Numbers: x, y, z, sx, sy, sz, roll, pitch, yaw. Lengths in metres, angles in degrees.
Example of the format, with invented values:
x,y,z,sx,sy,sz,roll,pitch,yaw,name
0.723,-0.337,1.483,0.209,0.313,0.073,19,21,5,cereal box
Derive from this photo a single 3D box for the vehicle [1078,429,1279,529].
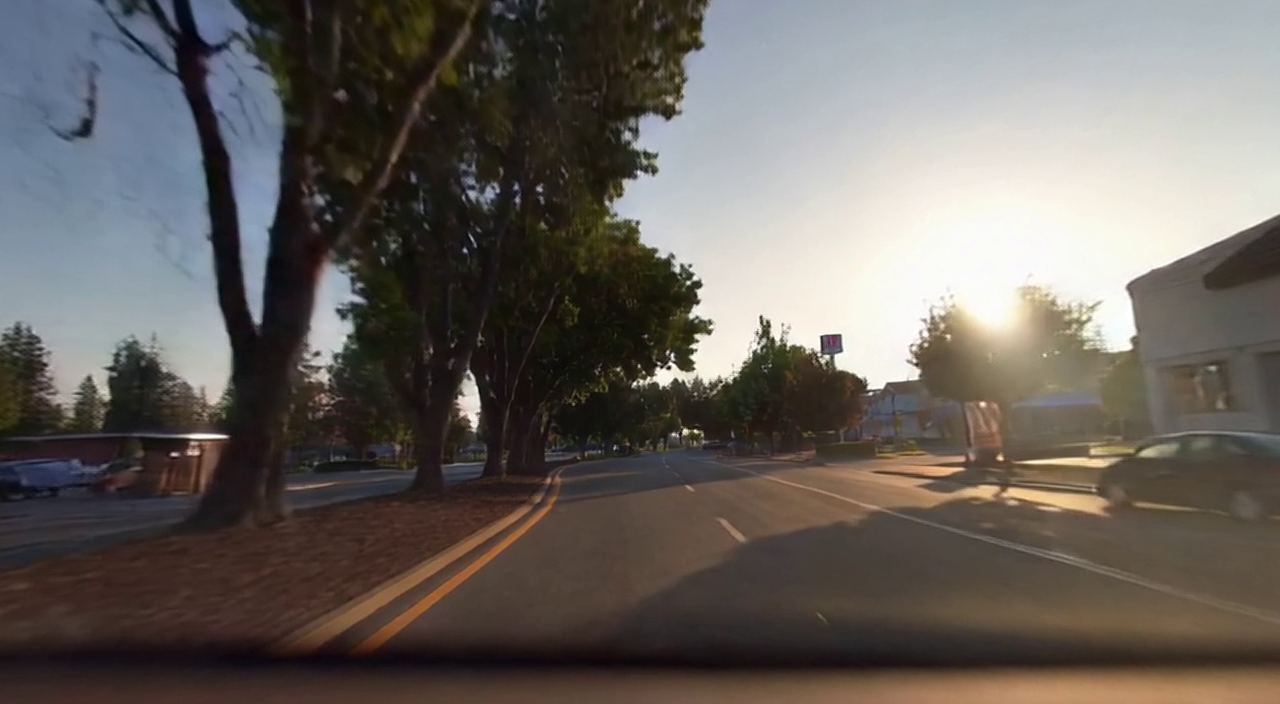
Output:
x,y,z,sx,sy,sz,roll,pitch,yaw,name
10.329,2.110,10.960,2.034,1.437,4.728,0,-9,-1,vehicle

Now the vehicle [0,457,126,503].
x,y,z,sx,sy,sz,roll,pitch,yaw,name
-30.266,6.441,32.414,2.326,1.944,6.466,1,-8,0,vehicle
